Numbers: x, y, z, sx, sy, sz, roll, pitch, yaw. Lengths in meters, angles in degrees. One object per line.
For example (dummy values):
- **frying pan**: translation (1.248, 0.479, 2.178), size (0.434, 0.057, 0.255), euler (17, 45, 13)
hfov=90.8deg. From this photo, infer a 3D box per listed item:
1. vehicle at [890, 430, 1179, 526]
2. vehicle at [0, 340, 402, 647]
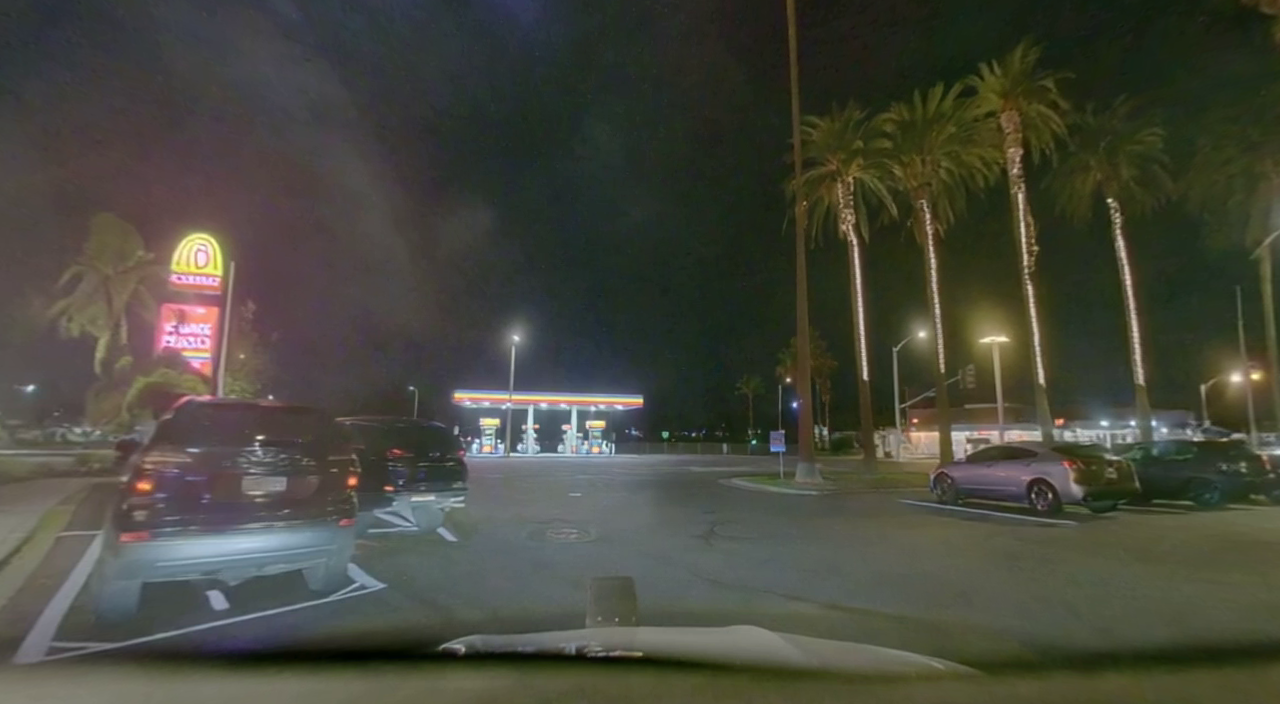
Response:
- **vehicle**: translation (7.326, 2.356, 12.449), size (1.937, 1.490, 4.564), euler (3, -9, -18)
- **vehicle**: translation (-5.615, 1.389, 7.413), size (6.836, 2.006, 2.434), euler (-8, -12, 43)
